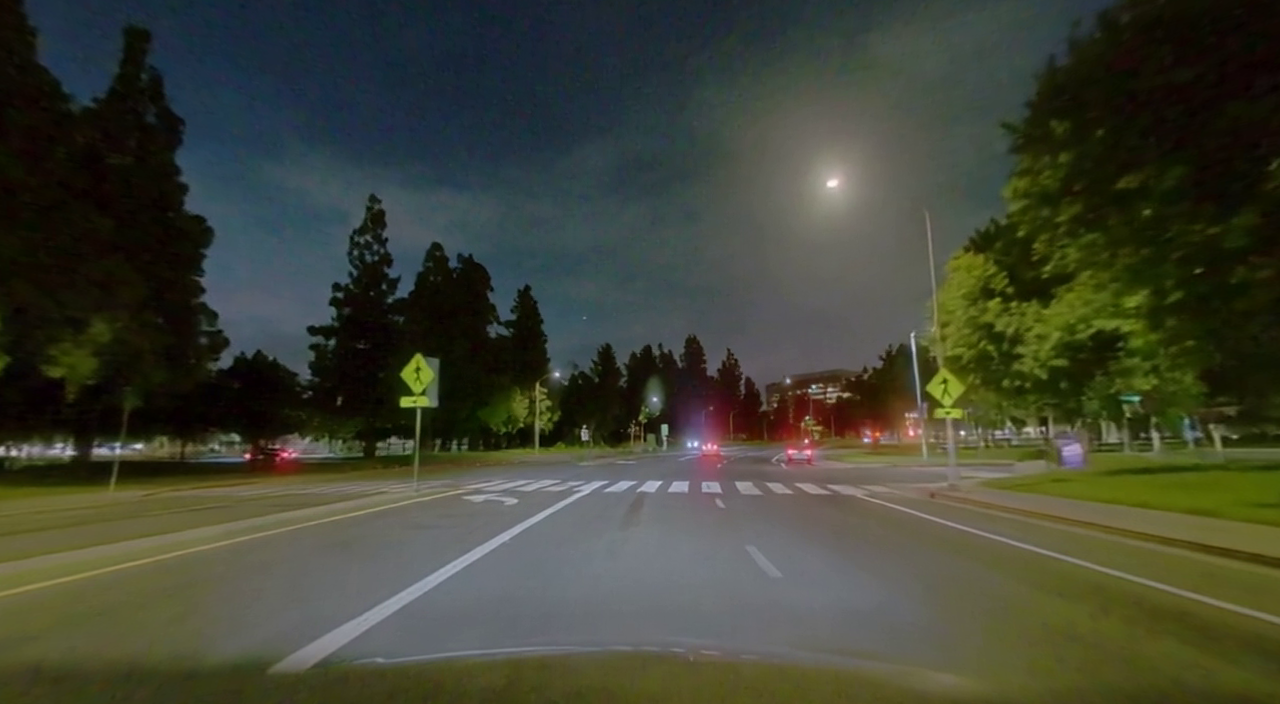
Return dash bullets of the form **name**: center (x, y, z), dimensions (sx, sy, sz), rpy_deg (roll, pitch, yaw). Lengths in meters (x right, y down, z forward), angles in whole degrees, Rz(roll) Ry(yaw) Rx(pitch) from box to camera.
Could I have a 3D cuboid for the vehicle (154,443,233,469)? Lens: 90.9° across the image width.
- **vehicle**: center (-32.984, 7.690, 46.604), dimensions (4.856, 1.795, 2.030), rpy_deg (-3, -9, 15)
